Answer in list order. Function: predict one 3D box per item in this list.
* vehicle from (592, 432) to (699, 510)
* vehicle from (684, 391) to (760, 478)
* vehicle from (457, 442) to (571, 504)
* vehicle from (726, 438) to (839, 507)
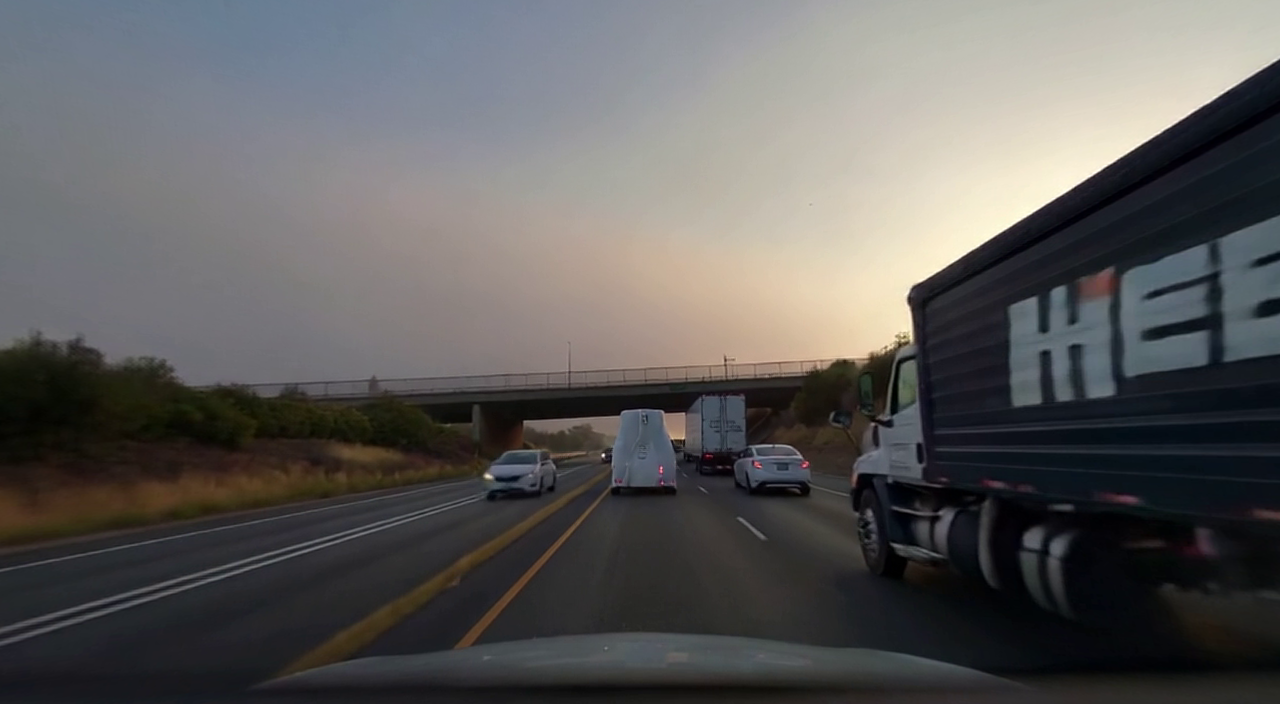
[{"bbox_3d":[0.168,2.853,15.504,2.256,1.615,4.114,-1,-9,2],"label":"vehicle"},{"bbox_3d":[4.015,4.296,32.310,2.948,3.974,6.480,-1,-9,0],"label":"vehicle"},{"bbox_3d":[-3.318,3.302,17.586,2.091,1.489,4.397,-1,-9,3],"label":"vehicle"},{"bbox_3d":[3.449,2.999,16.071,1.972,1.505,3.946,-1,-9,0],"label":"vehicle"}]
